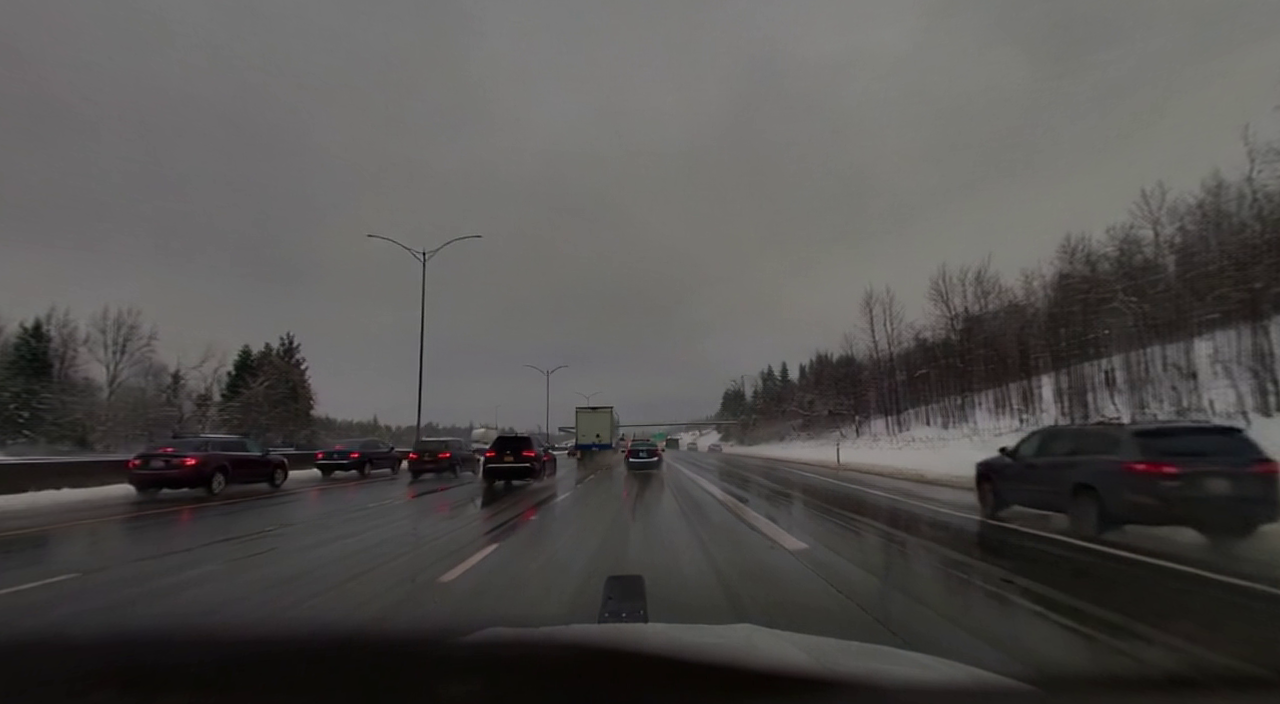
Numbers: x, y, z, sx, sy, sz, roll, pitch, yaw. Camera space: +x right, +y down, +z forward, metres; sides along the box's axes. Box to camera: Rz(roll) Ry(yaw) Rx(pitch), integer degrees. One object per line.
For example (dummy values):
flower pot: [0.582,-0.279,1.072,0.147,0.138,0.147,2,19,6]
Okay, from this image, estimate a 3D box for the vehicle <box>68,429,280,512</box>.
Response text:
vehicle: [-11.175,2.842,15.628,1.871,1.747,4.342,0,-8,0]

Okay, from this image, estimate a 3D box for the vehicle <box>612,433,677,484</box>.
vehicle: [0.173,3.882,23.293,2.180,1.716,3.920,0,-8,1]

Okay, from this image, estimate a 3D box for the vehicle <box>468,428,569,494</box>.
vehicle: [-3.619,3.359,19.798,2.125,1.792,4.466,0,-8,2]

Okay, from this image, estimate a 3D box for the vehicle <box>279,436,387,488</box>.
vehicle: [-10.918,3.921,22.768,1.863,1.696,3.885,0,-8,1]

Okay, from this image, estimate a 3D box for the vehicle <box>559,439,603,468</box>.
vehicle: [-3.619,6.320,39.515,2.243,1.683,4.178,0,-8,1]

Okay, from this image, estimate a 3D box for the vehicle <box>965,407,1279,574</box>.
vehicle: [6.719,1.770,8.857,2.026,1.718,4.522,0,-8,2]

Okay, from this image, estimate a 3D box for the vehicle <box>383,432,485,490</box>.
vehicle: [-6.917,3.695,21.668,1.998,1.770,4.222,0,-8,1]
